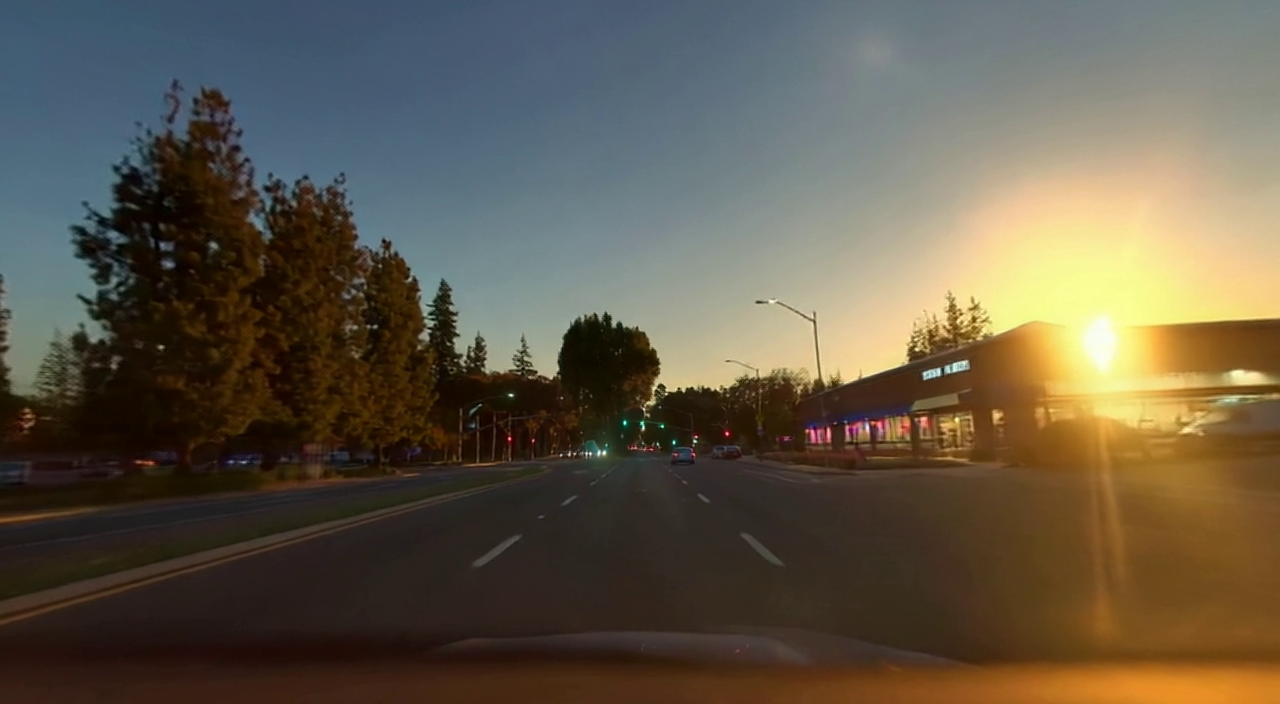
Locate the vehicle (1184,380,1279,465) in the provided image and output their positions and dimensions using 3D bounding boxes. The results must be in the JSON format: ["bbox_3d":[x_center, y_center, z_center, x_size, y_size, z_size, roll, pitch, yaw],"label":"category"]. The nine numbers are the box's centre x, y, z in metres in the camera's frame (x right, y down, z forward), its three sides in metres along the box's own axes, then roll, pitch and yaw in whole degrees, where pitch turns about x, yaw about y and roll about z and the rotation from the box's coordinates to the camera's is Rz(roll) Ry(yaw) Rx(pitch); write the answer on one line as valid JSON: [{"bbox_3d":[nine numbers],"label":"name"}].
[{"bbox_3d":[30.317,3.429,29.988,8.374,3.650,2.884,3,-9,-22],"label":"vehicle"}]

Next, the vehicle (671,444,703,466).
[{"bbox_3d":[3.404,7.575,46.534,2.057,1.470,4.454,0,-9,0],"label":"vehicle"}]
